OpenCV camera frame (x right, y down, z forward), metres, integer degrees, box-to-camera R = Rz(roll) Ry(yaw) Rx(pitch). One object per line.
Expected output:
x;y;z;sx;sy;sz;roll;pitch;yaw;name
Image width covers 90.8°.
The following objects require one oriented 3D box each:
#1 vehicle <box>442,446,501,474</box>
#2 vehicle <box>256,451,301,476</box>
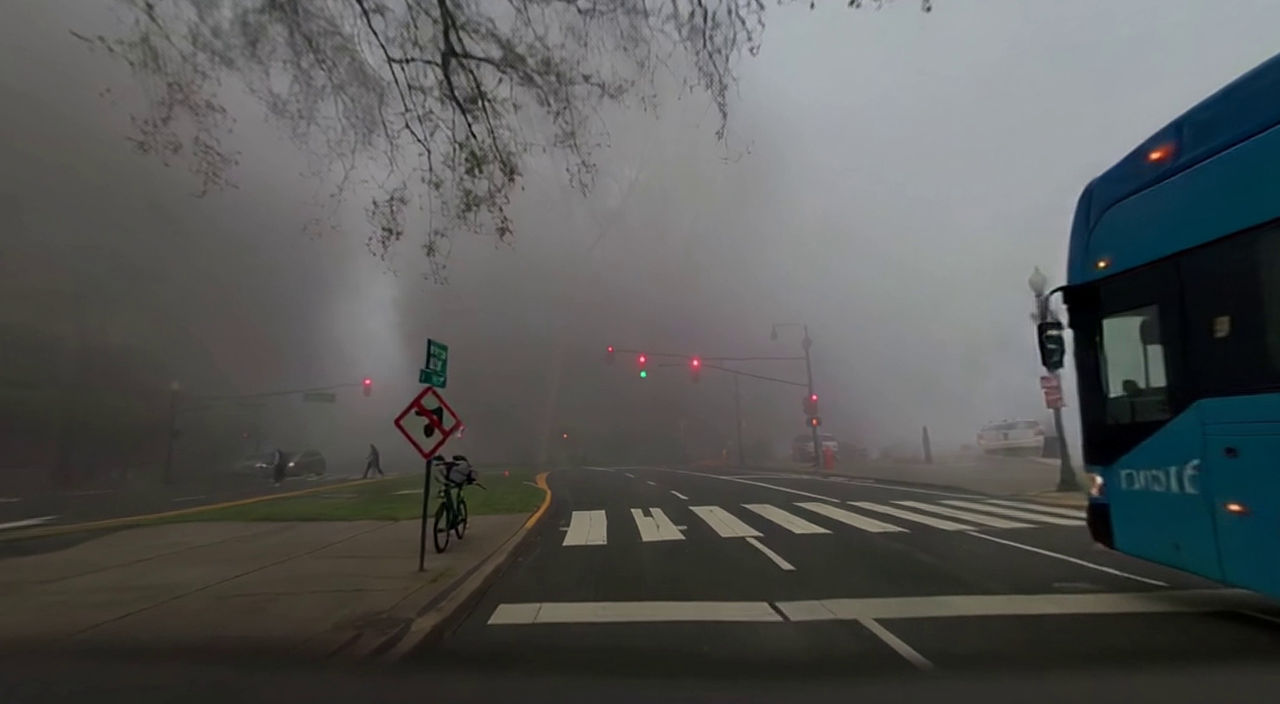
-10.104;6.368;37.634;2.123;1.544;4.158;5;-10;-33;vehicle
-28.604;8.759;49.876;2.199;1.838;4.222;7;-11;-40;vehicle
